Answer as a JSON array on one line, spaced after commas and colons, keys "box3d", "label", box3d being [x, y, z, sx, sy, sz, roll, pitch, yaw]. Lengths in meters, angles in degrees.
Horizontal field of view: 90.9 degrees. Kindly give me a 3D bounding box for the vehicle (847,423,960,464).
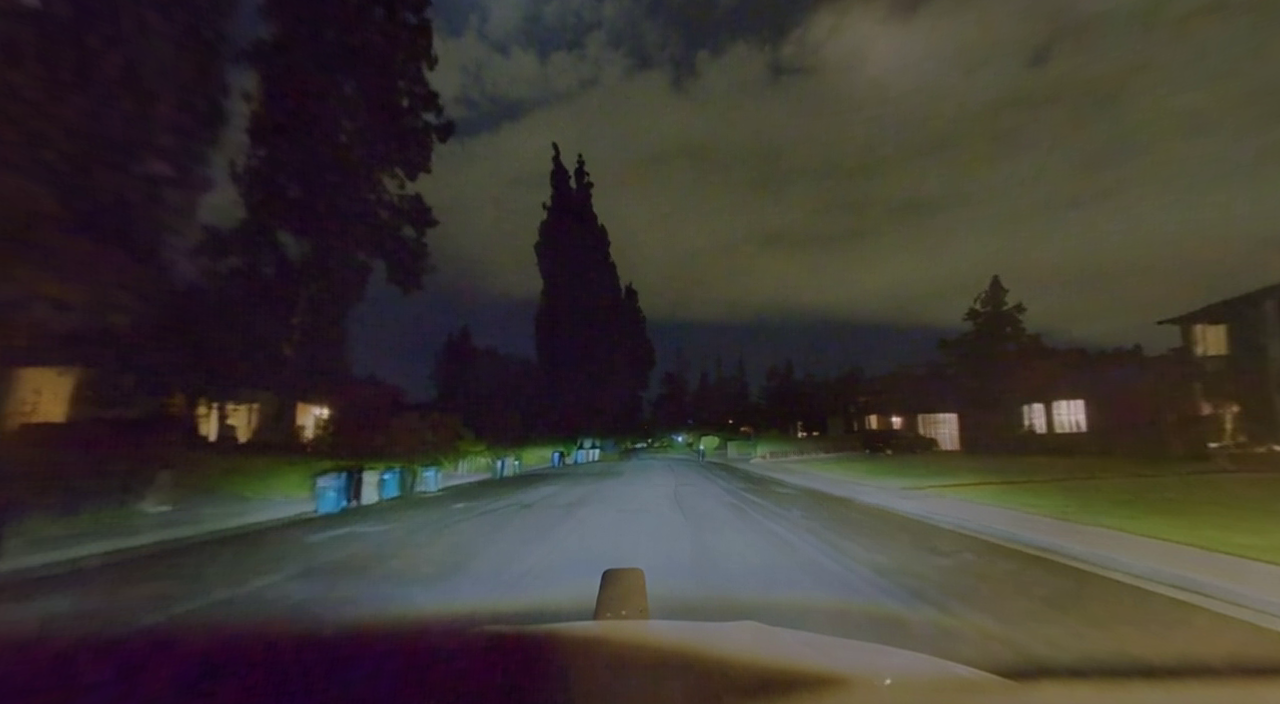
[{"box3d": [12.684, 4.449, 30.528, 4.581, 1.853, 2.024, 2, -9, -7], "label": "vehicle"}]
